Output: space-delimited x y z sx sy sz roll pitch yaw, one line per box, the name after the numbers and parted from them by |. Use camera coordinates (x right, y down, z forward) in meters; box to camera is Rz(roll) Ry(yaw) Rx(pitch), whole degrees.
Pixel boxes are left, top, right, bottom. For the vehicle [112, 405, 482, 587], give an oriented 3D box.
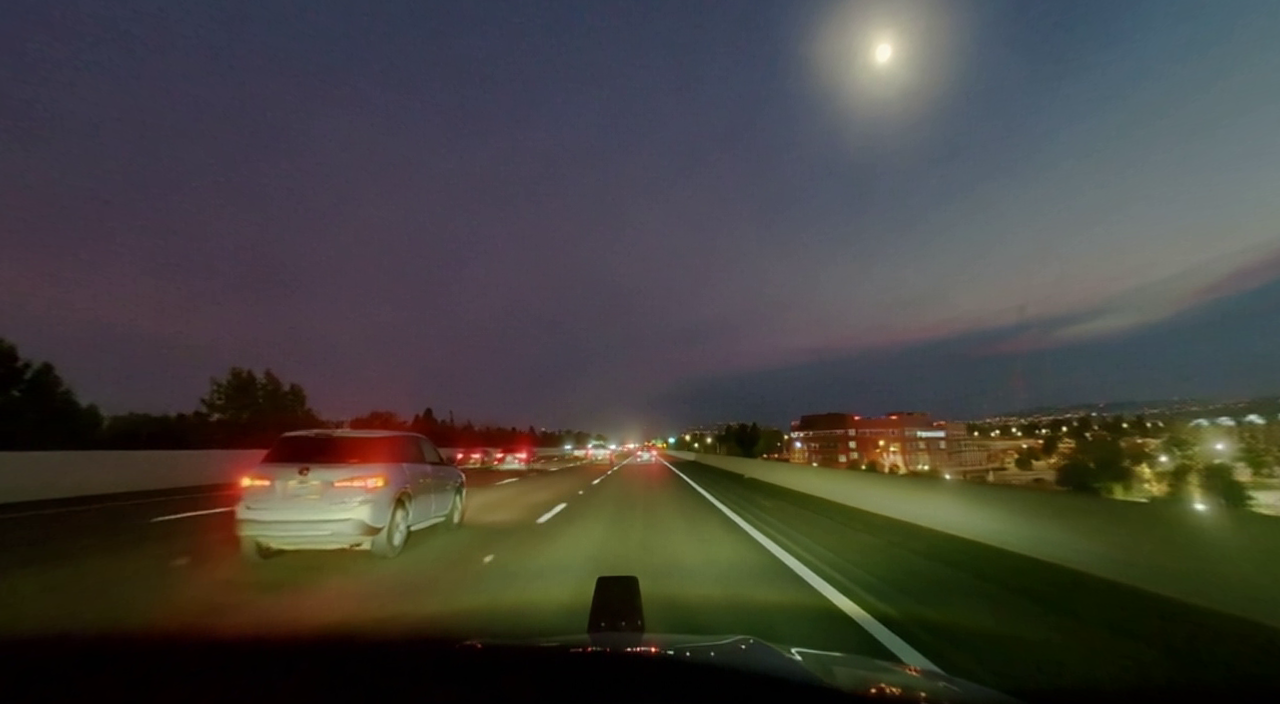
-3.884 1.727 8.497 2.136 1.718 4.873 0 -8 2 | vehicle

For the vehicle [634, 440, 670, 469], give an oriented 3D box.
0.700 6.347 39.247 2.135 1.697 4.757 0 -8 0 | vehicle

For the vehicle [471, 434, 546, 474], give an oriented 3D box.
-6.766 5.359 33.323 2.521 1.901 5.988 0 -8 2 | vehicle
